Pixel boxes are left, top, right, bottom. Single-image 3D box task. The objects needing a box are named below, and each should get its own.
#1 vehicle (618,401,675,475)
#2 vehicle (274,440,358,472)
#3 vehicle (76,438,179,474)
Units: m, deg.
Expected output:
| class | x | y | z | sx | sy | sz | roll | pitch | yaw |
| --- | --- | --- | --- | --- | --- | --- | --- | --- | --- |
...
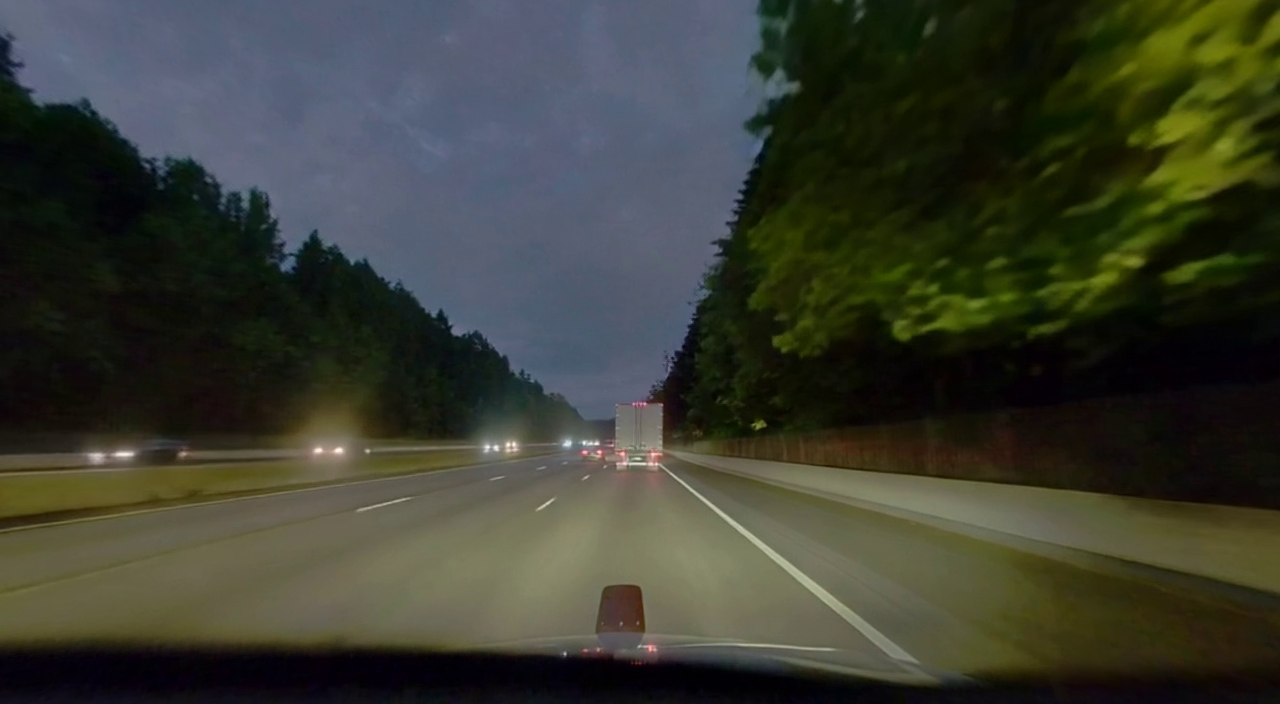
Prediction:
| class | x | y | z | sx | sy | sz | roll | pitch | yaw |
| --- | --- | --- | --- | --- | --- | --- | --- | --- | --- |
| vehicle | 0.209 | 5.438 | 38.883 | 2.976 | 3.800 | 12.335 | 0 | -9 | -1 |
| vehicle | -16.465 | 5.326 | 32.350 | 1.897 | 1.491 | 4.483 | 0 | -9 | 0 |
| vehicle | -22.750 | 4.639 | 28.178 | 1.681 | 1.456 | 3.484 | 0 | -9 | -1 |
